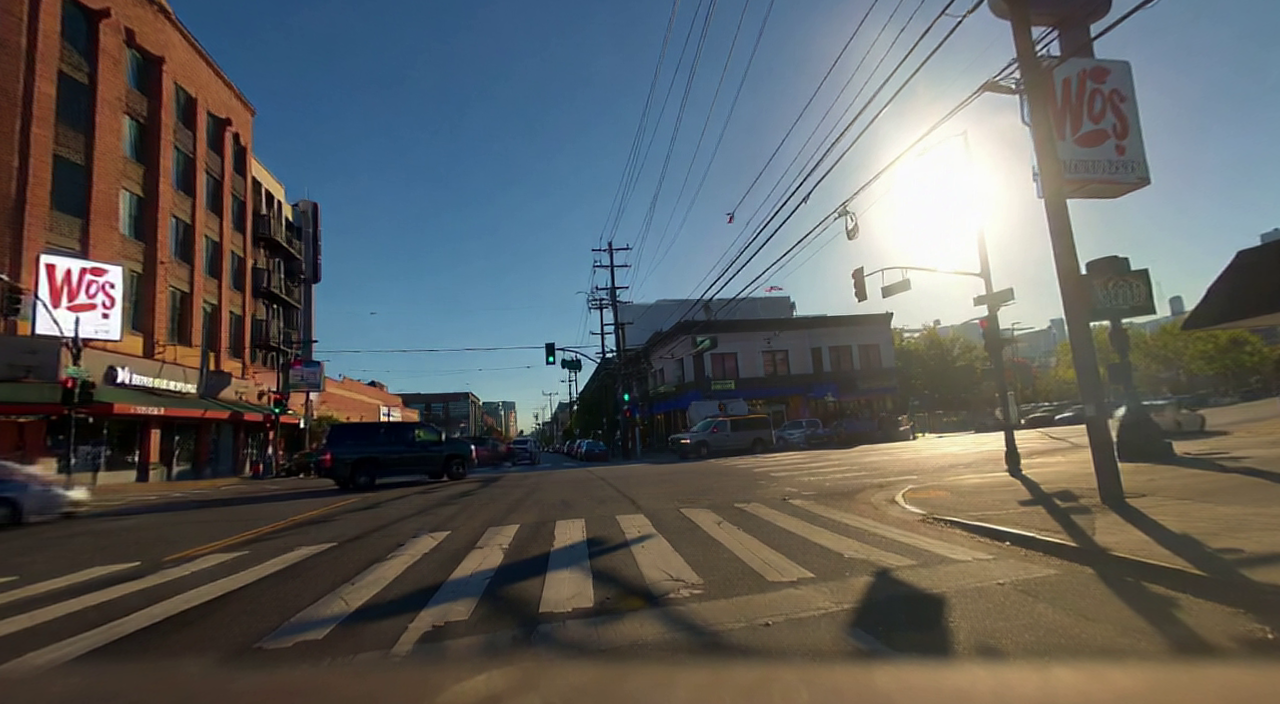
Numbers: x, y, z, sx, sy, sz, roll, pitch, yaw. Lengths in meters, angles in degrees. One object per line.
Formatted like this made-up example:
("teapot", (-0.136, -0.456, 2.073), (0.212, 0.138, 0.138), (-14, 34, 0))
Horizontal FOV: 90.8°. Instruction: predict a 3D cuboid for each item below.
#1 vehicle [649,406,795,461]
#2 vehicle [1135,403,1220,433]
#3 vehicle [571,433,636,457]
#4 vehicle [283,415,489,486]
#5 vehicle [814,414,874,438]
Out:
("vehicle", (3.354, 3.336, 25.573), (5.588, 1.985, 2.374), (5, -10, -32))
("vehicle", (29.002, 3.591, 34.051), (4.499, 1.524, 1.784), (4, -9, -28))
("vehicle", (-2.692, 6.807, 46.382), (4.591, 1.686, 1.816), (1, -9, -11))
("vehicle", (-7.858, 3.101, 20.070), (5.603, 1.938, 2.081), (8, -11, -43))
("vehicle", (16.000, 5.833, 49.425), (4.589, 1.730, 1.801), (4, -10, -31))
